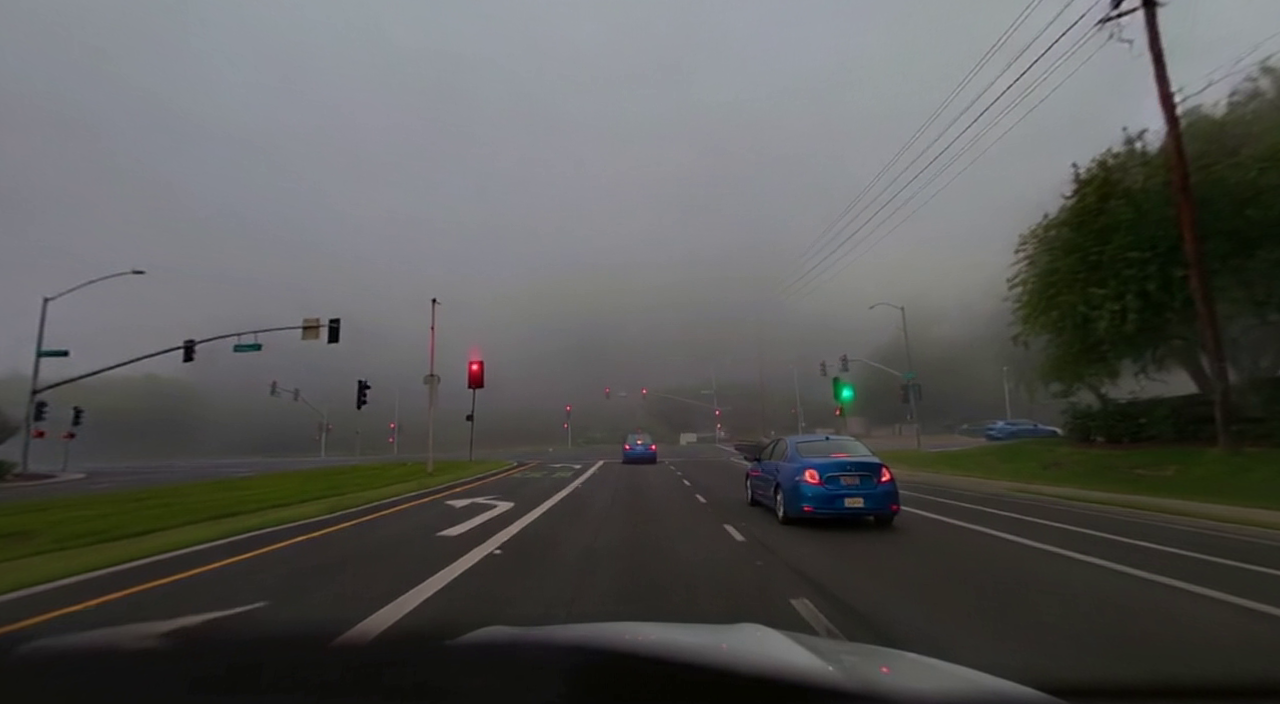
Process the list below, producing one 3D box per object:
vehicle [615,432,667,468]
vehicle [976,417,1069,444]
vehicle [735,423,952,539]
[{"bbox_3d":[0.048,4.319,27.830,2.110,1.466,3.860,0,-9,0],"label":"vehicle"},{"bbox_3d":[28.803,5.930,47.668,5.668,1.925,2.384,1,-9,-8],"label":"vehicle"},{"bbox_3d":[2.907,1.969,10.193,2.004,1.448,4.263,0,-9,-1],"label":"vehicle"}]
